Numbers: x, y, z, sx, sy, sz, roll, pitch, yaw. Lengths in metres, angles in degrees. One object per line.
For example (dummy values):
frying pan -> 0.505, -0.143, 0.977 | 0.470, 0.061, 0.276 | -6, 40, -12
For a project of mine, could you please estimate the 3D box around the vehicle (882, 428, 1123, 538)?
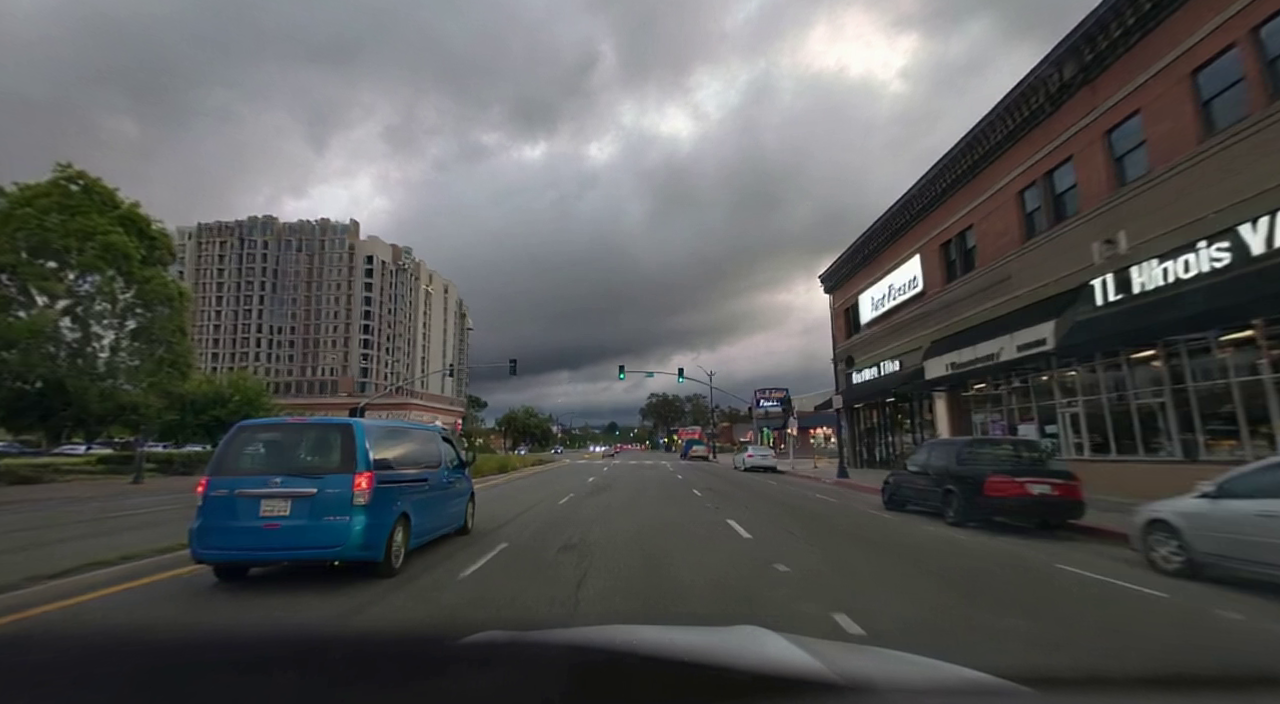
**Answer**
vehicle -> 6.418, 2.323, 11.864 | 1.913, 1.664, 4.246 | 0, -8, -1

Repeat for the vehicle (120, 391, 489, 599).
vehicle -> -3.258, 1.467, 7.201 | 2.080, 1.722, 3.766 | 0, -8, 0

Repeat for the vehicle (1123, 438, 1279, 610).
vehicle -> 6.451, 1.420, 4.908 | 1.796, 1.474, 4.449 | 0, -8, 0

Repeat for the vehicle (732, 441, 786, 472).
vehicle -> 6.391, 5.648, 34.401 | 1.967, 1.534, 4.683 | 0, -8, -1
